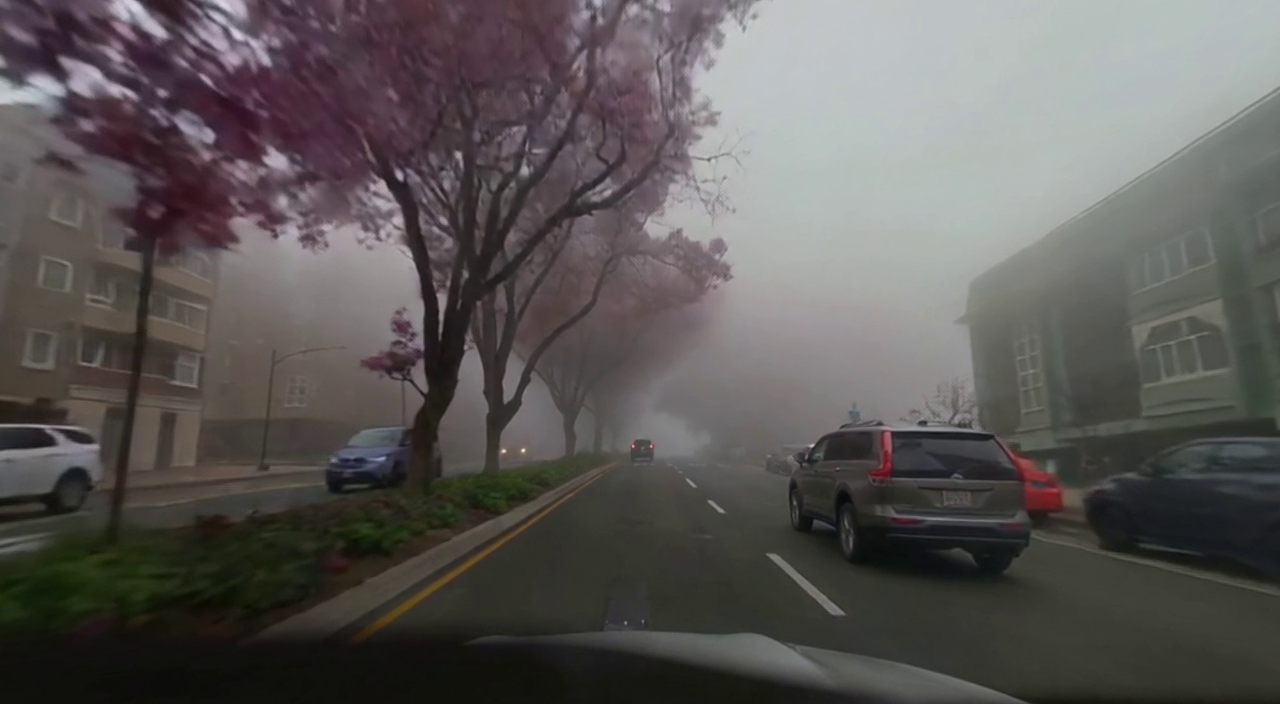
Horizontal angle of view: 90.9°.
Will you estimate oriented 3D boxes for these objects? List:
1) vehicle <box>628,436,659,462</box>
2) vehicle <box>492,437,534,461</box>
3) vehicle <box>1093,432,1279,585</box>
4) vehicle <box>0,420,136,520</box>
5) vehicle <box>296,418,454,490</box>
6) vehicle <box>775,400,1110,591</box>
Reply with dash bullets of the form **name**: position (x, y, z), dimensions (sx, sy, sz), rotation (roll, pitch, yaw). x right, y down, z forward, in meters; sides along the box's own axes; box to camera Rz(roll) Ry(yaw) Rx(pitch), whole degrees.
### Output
- **vehicle**: position (0.310, 7.171, 46.626), dimensions (2.244, 1.813, 4.129), rotation (0, -8, 2)
- **vehicle**: position (-9.069, 6.964, 45.409), dimensions (2.042, 1.654, 4.504), rotation (0, -8, 1)
- **vehicle**: position (7.656, 1.675, 6.861), dimensions (1.919, 1.586, 4.692), rotation (0, -8, 0)
- **vehicle**: position (-11.999, 2.015, 10.784), dimensions (2.191, 1.684, 5.428), rotation (0, -8, 1)
- **vehicle**: position (-7.897, 3.142, 19.661), dimensions (2.249, 1.898, 5.815), rotation (0, -8, 2)
- **vehicle**: position (3.285, 1.663, 8.160), dimensions (2.071, 1.747, 4.549), rotation (0, -8, 0)
